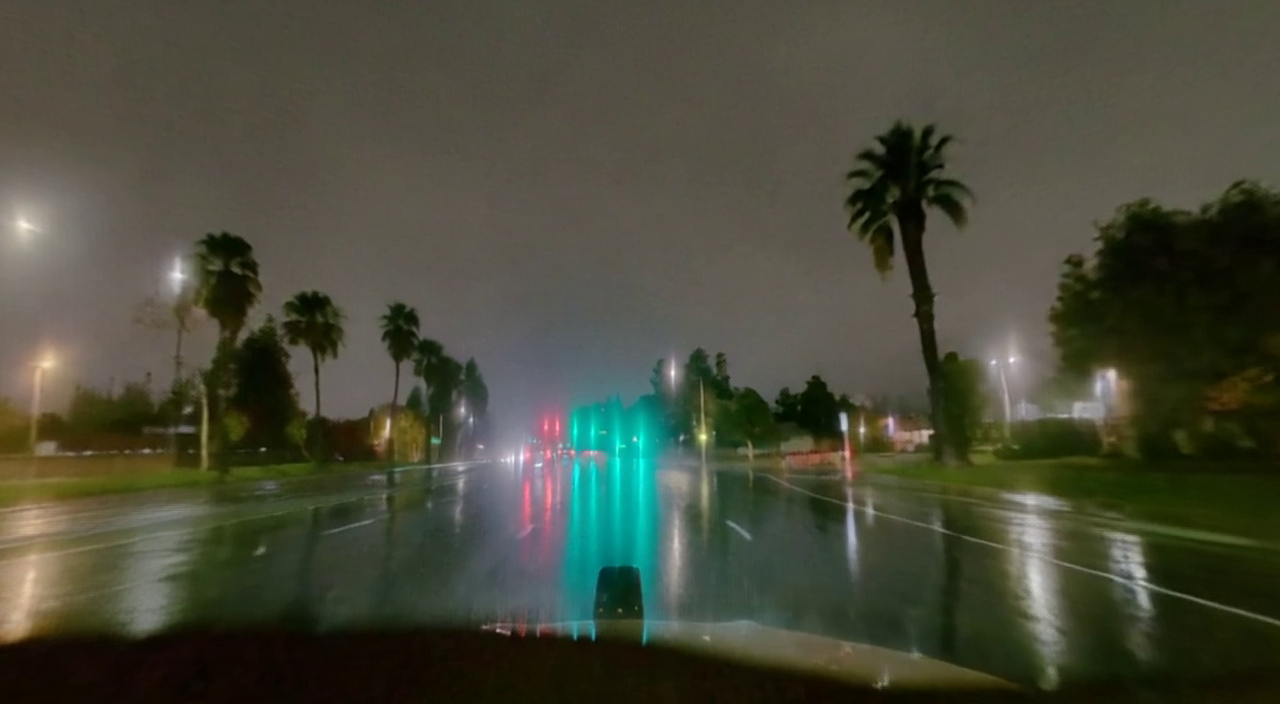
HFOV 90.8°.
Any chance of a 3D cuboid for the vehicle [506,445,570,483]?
[{"bbox_3d":[-4.211,4.684,26.834,2.108,1.475,4.555,0,-8,-2],"label":"vehicle"}]
